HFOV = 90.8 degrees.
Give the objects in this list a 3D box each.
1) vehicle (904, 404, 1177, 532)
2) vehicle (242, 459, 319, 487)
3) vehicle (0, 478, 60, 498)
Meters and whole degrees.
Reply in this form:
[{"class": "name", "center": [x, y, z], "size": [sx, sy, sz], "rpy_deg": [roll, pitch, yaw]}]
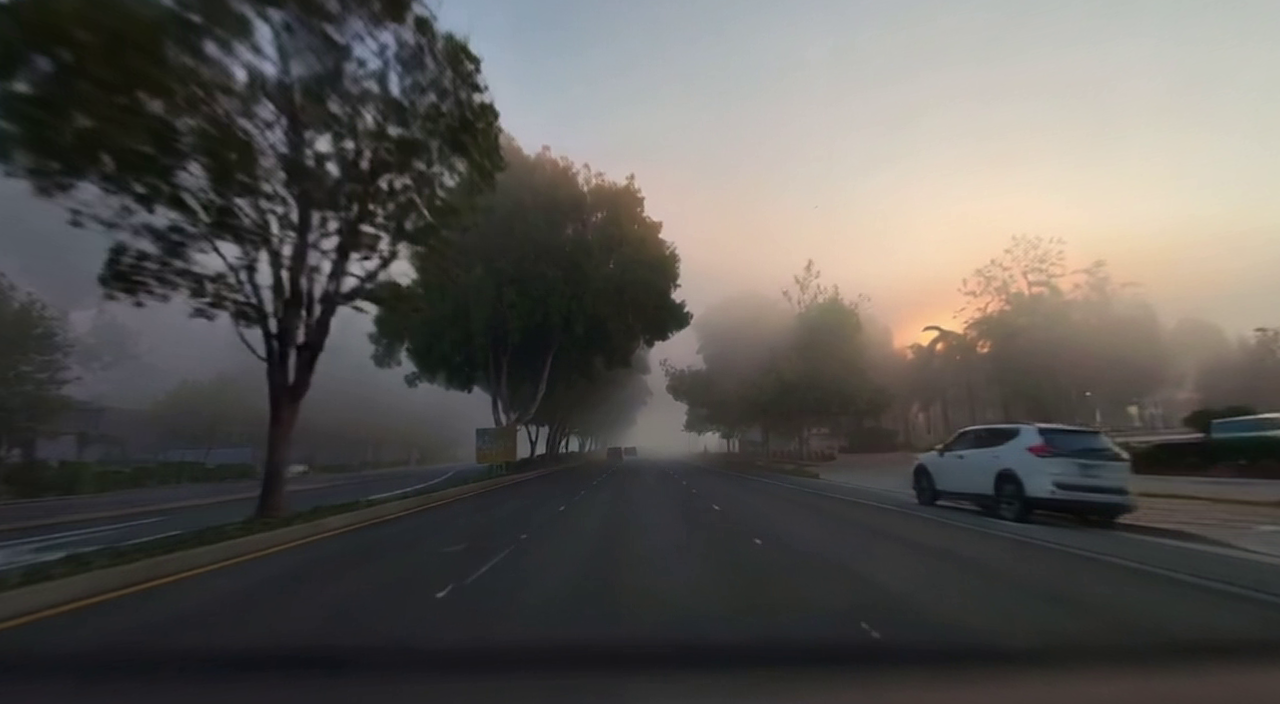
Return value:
[{"class": "vehicle", "center": [7.041, 2.097, 11.935], "size": [1.954, 1.907, 4.736], "rpy_deg": [0, -9, -1]}, {"class": "vehicle", "center": [-22.208, 7.441, 39.308], "size": [1.164, 1.469, 6.173], "rpy_deg": [0, -9, 0]}, {"class": "vehicle", "center": [-31.006, 6.847, 31.899], "size": [0.407, 0.823, 3.474], "rpy_deg": [1, -9, -5]}]
